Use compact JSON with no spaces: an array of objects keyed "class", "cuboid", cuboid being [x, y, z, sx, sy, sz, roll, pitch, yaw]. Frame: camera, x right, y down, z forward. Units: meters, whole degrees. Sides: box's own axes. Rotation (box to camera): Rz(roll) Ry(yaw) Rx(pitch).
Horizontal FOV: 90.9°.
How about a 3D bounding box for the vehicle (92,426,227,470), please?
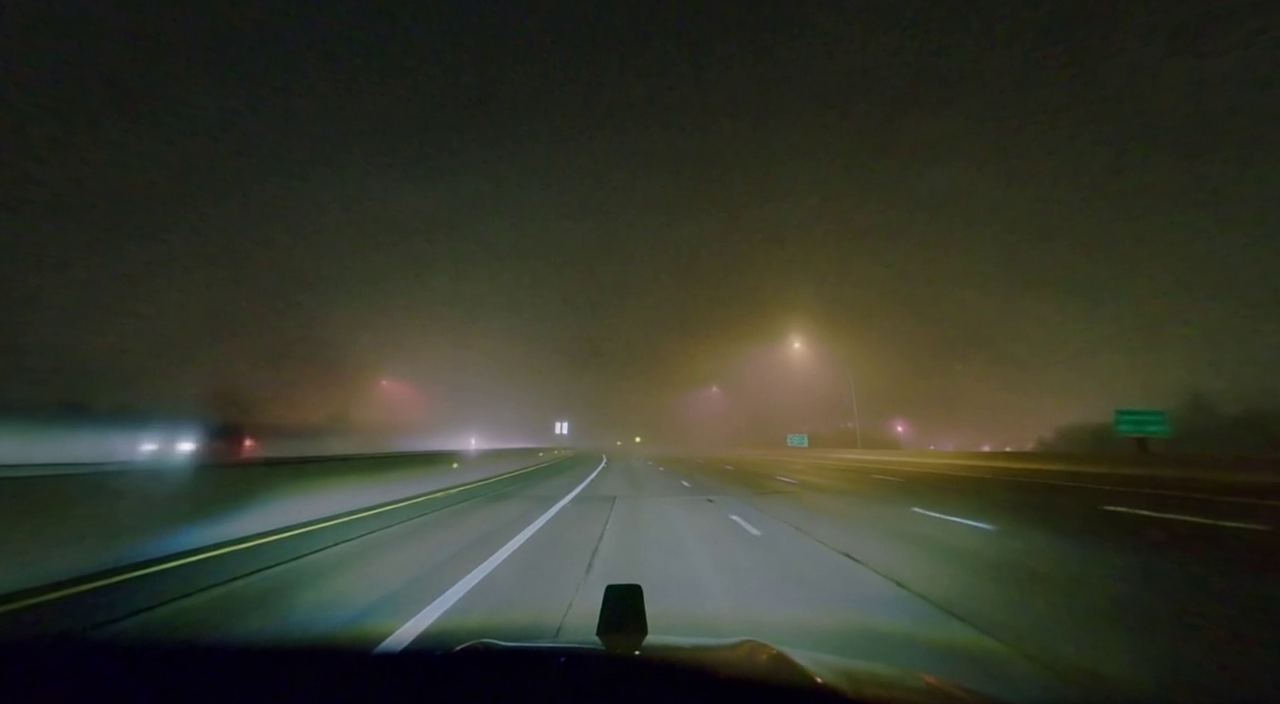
[{"class":"vehicle","cuboid":[-21.062,4.237,27.978,2.173,1.742,4.918,0,-8,-1]}]
